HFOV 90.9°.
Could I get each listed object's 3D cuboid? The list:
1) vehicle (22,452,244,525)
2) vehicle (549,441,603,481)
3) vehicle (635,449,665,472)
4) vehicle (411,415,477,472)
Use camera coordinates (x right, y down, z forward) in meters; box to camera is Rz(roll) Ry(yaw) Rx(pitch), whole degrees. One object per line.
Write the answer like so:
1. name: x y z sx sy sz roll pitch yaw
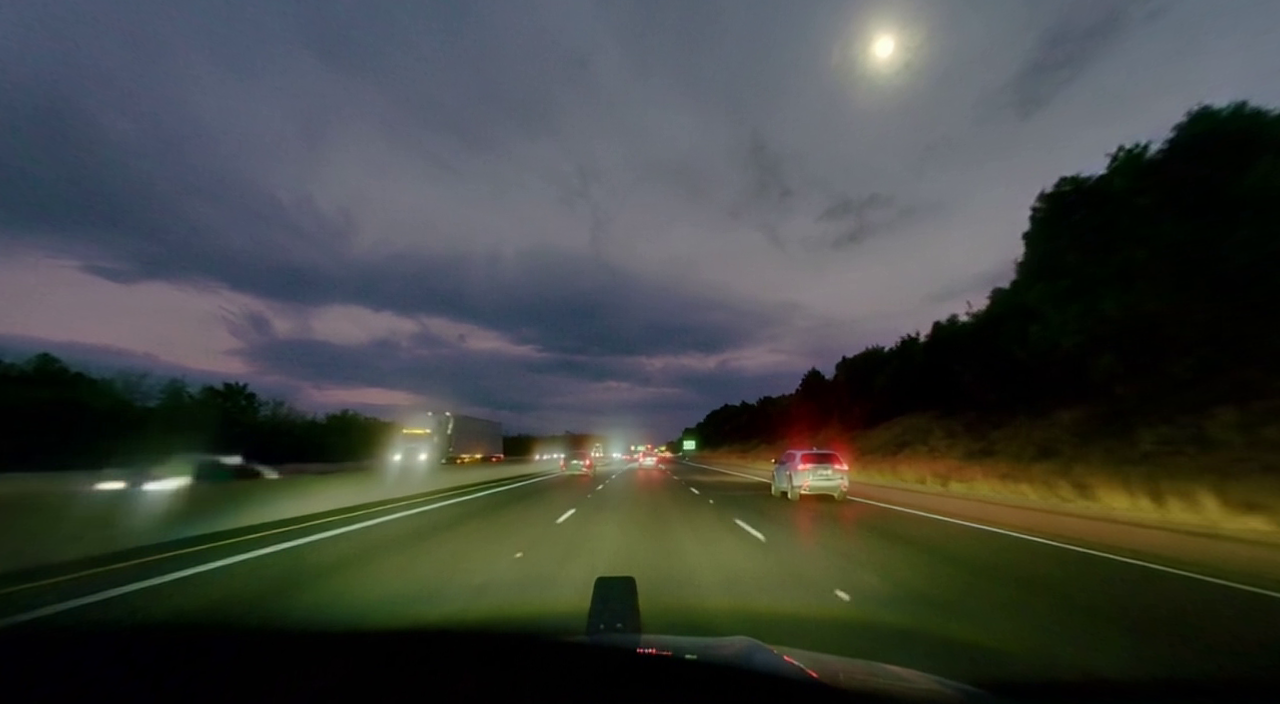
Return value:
1. vehicle: -11.526 3.084 14.780 1.817 1.439 4.056 0 -9 0
2. vehicle: -3.055 5.309 30.880 2.143 1.770 4.283 0 -9 1
3. vehicle: 0.693 7.826 45.604 2.036 1.519 4.225 0 -9 0
4. vehicle: -14.870 7.021 48.332 2.994 4.041 5.835 0 -9 0
